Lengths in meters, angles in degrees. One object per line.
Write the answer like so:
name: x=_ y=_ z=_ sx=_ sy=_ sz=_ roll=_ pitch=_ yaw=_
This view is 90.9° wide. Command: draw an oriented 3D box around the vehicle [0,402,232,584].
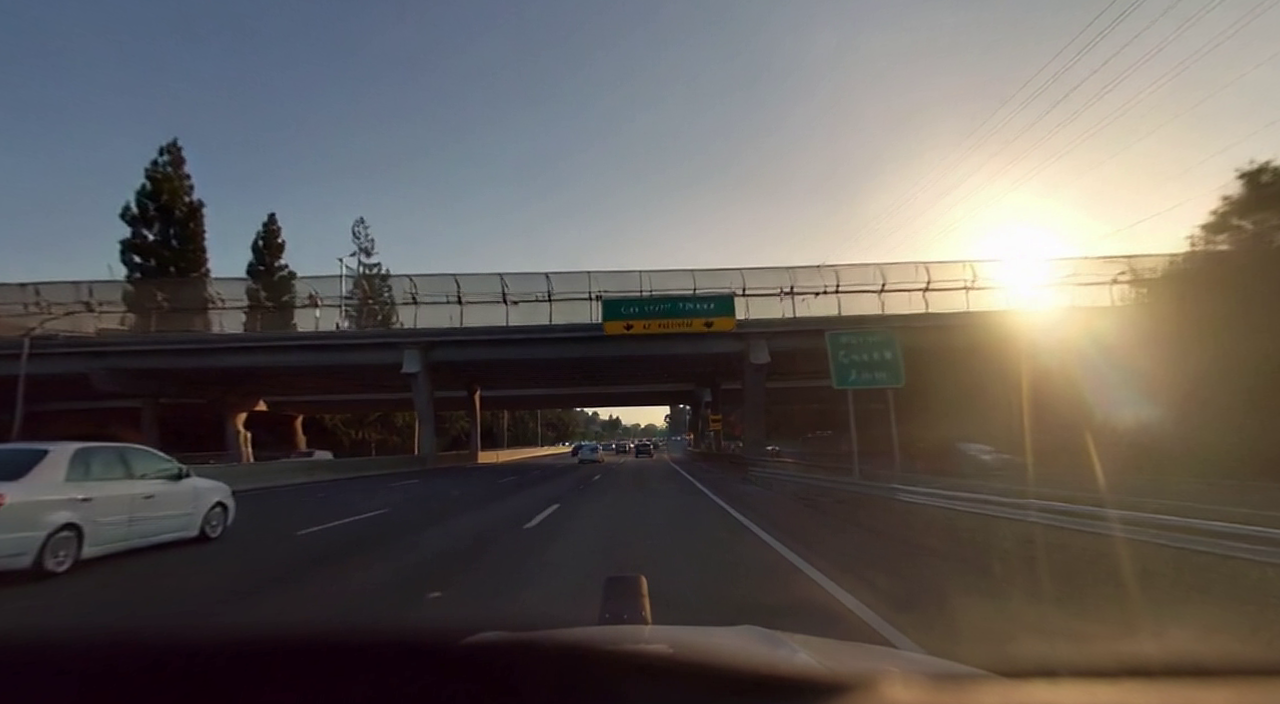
vehicle: x=-7.314 y=1.531 z=7.223 sx=2.090 sy=1.765 sz=4.612 roll=0 pitch=-8 yaw=1

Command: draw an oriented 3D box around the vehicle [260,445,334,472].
vehicle: x=-20.711 y=6.423 z=38.279 sx=1.896 sy=1.547 sz=4.498 roll=0 pitch=-8 yaw=1

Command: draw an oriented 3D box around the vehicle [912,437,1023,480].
vehicle: x=13.790 y=4.484 z=26.891 sx=2.009 sy=1.675 sz=4.196 roll=1 pitch=-8 yaw=-8

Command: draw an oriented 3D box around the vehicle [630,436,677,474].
vehicle: x=0.606 y=5.019 z=31.007 sx=2.152 sy=1.697 sz=4.066 roll=0 pitch=-8 yaw=0

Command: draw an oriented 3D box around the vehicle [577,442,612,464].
vehicle: x=-3.182 y=7.145 z=44.701 sx=2.056 sy=1.464 sz=4.564 roll=0 pitch=-8 yaw=1
